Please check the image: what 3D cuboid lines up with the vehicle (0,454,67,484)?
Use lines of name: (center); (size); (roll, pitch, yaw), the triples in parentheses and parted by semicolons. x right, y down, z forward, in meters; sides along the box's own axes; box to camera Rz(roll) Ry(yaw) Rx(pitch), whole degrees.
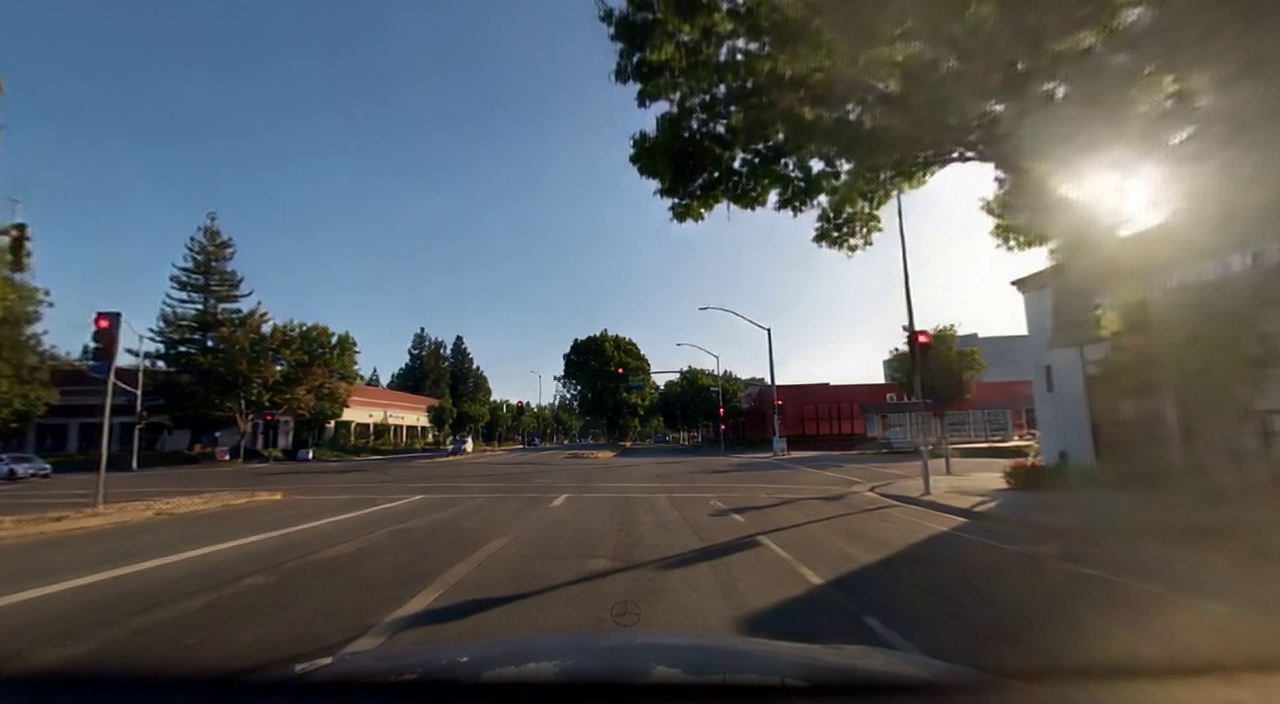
vehicle: (-33.500, 6.166, 33.408); (4.500, 1.465, 1.936); (0, -8, 1)
